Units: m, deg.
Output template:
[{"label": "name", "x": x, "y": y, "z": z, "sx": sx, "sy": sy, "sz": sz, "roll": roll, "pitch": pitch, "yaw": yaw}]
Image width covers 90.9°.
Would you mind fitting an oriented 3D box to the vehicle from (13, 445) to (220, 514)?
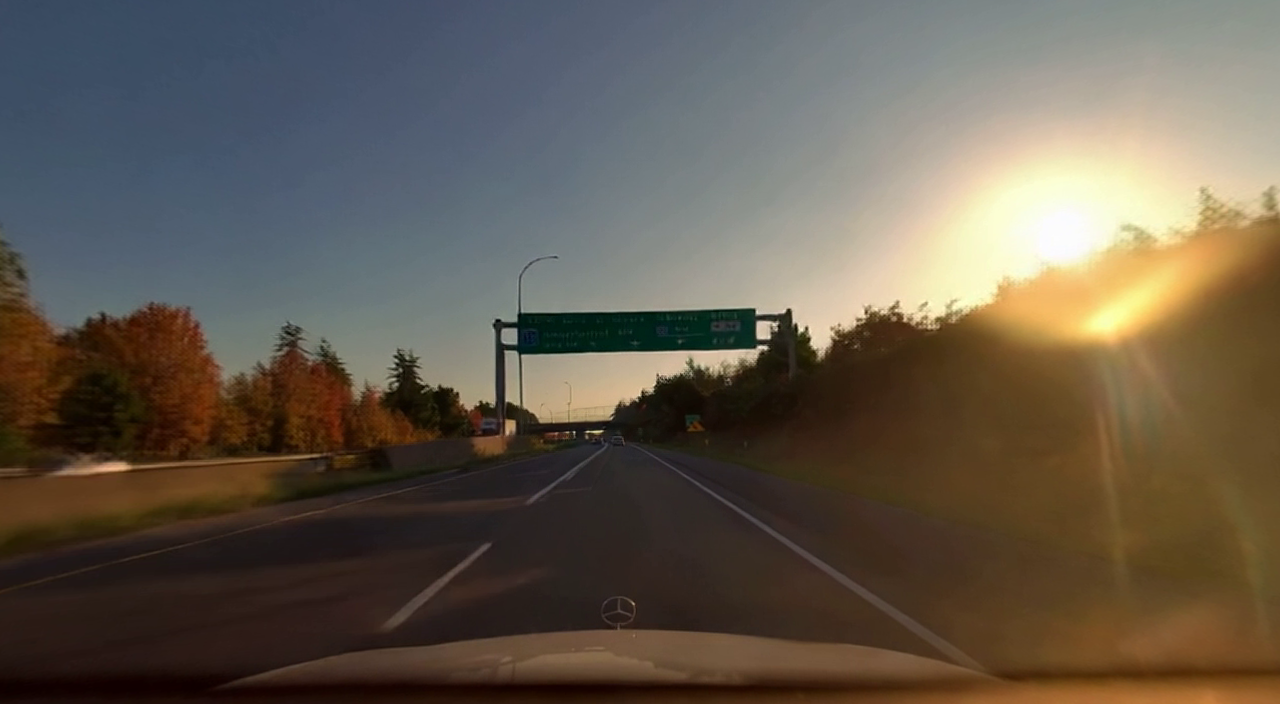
[{"label": "vehicle", "x": -13.138, "y": 3.161, "z": 16.242, "sx": 1.912, "sy": 1.471, "sz": 4.024, "roll": 0, "pitch": -8, "yaw": -1}]
